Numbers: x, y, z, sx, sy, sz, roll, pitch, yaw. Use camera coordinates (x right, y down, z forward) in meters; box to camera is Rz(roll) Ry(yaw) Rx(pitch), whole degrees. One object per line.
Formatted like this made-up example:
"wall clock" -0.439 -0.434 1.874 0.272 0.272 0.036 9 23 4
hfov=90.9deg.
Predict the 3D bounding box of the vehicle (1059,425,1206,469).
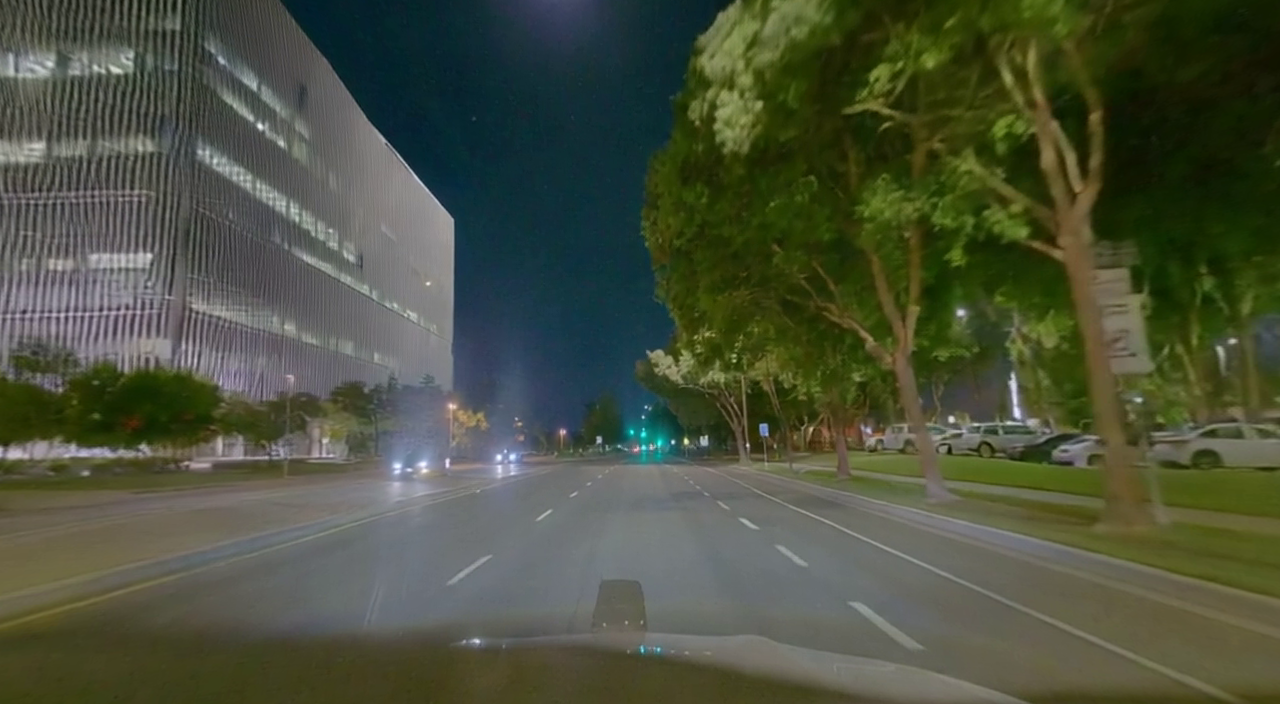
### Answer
"vehicle" 16.389 3.180 21.092 3.410 1.368 1.789 0 -9 -4

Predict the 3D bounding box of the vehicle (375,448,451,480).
"vehicle" -11.949 5.916 33.604 2.128 1.514 4.784 -1 -9 2

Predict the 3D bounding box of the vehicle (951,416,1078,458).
"vehicle" 15.389 3.507 26.042 3.935 1.487 2.018 -2 -7 -2

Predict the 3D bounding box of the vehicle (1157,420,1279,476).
"vehicle" 16.094 2.499 16.647 3.313 1.368 1.690 -1 -7 1
